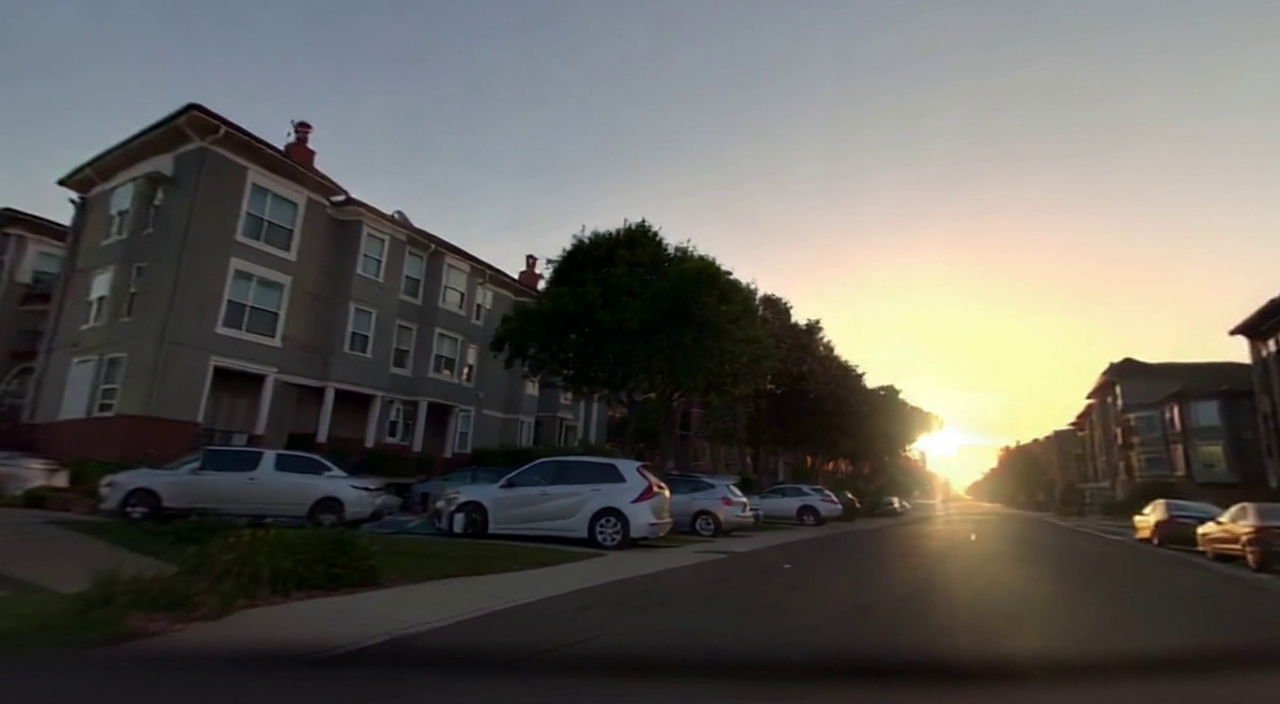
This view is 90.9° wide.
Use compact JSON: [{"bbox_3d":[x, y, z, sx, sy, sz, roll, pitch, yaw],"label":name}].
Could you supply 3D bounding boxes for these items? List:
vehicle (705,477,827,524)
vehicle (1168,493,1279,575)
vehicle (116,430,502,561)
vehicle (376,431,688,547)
[{"bbox_3d":[5.020,5.973,25.516,4.450,1.707,1.902,3,-11,-7],"label":"vehicle"},{"bbox_3d":[14.341,3.826,13.131,4.724,1.522,1.948,-5,-12,29],"label":"vehicle"},{"bbox_3d":[-4.628,2.133,9.527,4.648,1.659,1.897,2,-11,-3],"label":"vehicle"},{"bbox_3d":[-1.965,2.703,12.532,5.514,1.976,2.153,2,-11,-5],"label":"vehicle"}]
